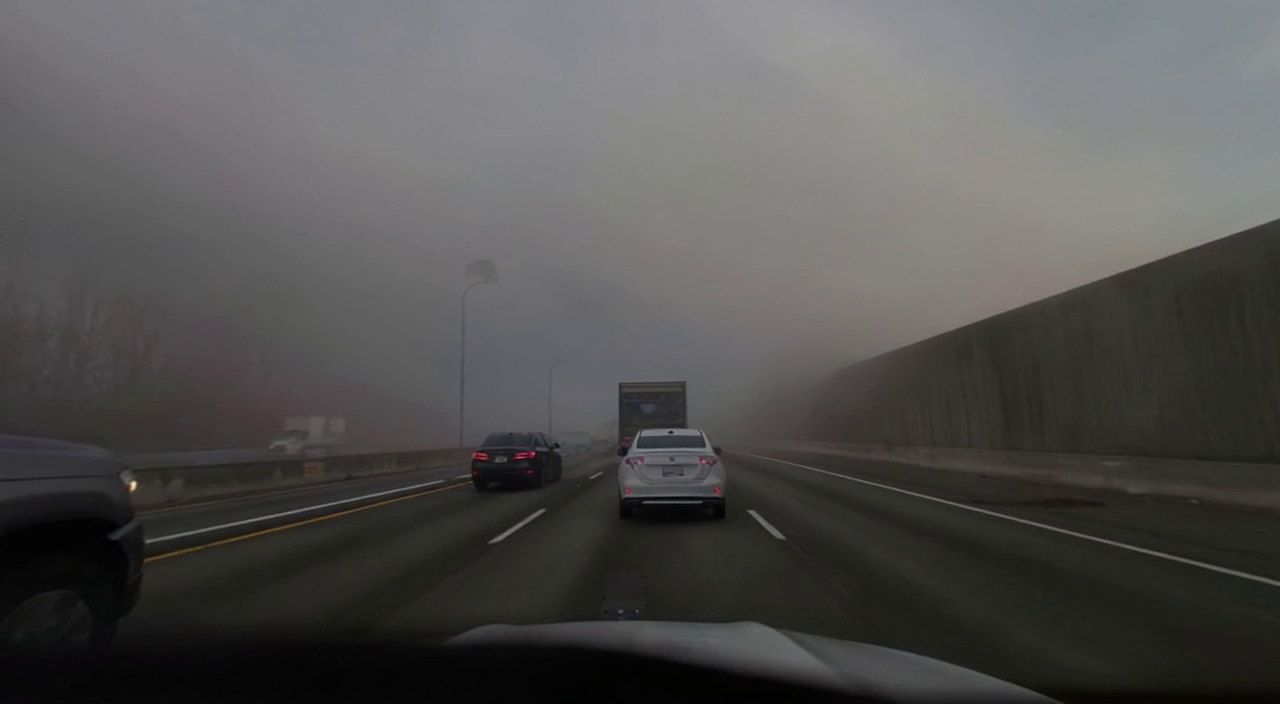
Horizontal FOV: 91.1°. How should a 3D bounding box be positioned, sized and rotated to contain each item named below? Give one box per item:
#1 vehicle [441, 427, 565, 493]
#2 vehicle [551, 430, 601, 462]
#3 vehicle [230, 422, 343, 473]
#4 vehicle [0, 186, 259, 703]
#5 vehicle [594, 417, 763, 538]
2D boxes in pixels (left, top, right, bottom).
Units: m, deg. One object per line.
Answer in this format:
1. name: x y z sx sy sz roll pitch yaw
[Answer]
1. vehicle: -3.363 2.740 16.418 2.087 1.457 4.313 0 -8 2
2. vehicle: -3.143 4.737 31.786 1.980 1.491 3.655 -1 -8 3
3. vehicle: -18.293 4.954 33.001 2.305 2.396 5.841 0 -8 2
4. vehicle: -4.054 0.332 1.594 2.386 2.435 5.831 0 -8 1
5. vehicle: 0.544 1.841 9.945 2.089 1.485 4.153 0 -8 2
